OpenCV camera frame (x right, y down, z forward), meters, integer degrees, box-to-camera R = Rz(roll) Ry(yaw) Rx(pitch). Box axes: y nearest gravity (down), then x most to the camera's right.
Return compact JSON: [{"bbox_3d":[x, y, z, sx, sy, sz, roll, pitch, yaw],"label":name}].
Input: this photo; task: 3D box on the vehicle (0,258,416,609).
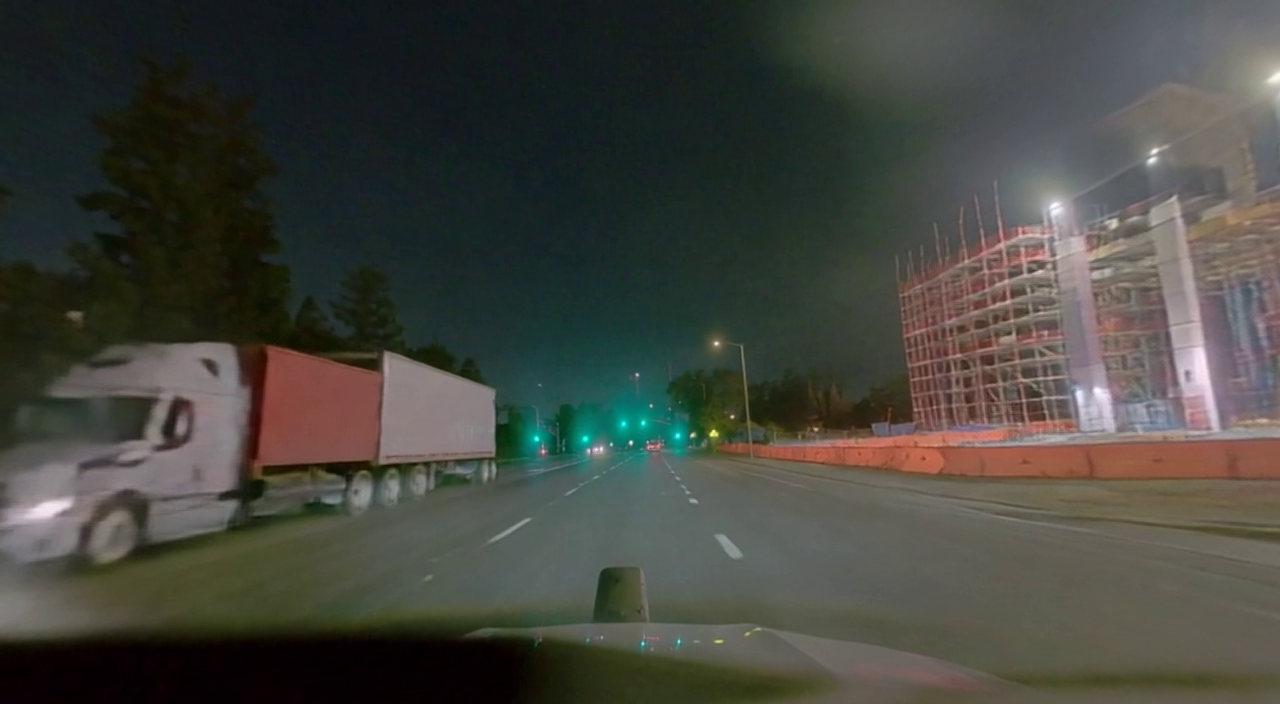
[{"bbox_3d":[-7.398,1.475,11.168,3.032,3.524,9.640,-1,-8,2],"label":"vehicle"}]
